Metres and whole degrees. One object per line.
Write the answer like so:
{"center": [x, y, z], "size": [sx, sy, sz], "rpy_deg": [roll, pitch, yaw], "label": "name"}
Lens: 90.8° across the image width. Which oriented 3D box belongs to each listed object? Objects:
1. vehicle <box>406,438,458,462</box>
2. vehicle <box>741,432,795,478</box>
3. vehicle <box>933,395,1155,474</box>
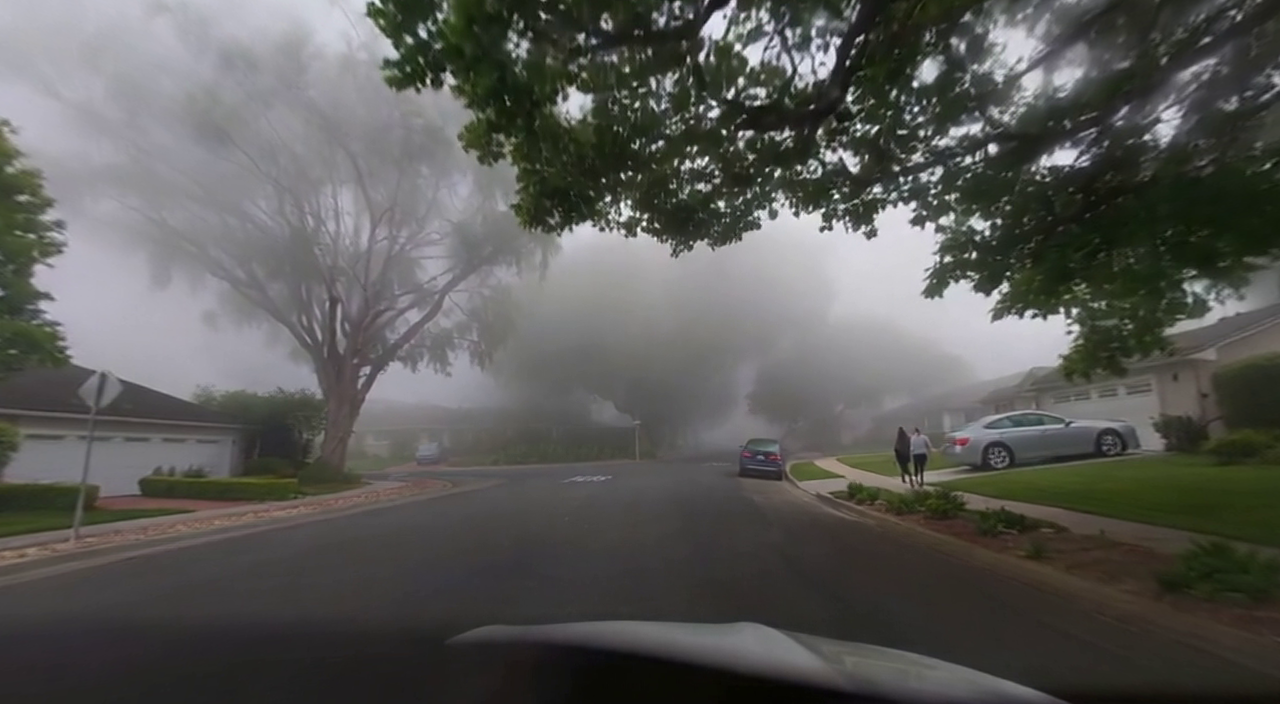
{"center": [-16.168, 7.613, 49.406], "size": [2.021, 1.798, 4.491], "rpy_deg": [-1, -8, 8], "label": "vehicle"}
{"center": [5.509, 4.318, 26.883], "size": [2.053, 1.737, 4.375], "rpy_deg": [-2, -8, 13], "label": "vehicle"}
{"center": [11.419, 2.390, 18.204], "size": [4.780, 1.765, 2.103], "rpy_deg": [-5, -8, 3], "label": "vehicle"}
